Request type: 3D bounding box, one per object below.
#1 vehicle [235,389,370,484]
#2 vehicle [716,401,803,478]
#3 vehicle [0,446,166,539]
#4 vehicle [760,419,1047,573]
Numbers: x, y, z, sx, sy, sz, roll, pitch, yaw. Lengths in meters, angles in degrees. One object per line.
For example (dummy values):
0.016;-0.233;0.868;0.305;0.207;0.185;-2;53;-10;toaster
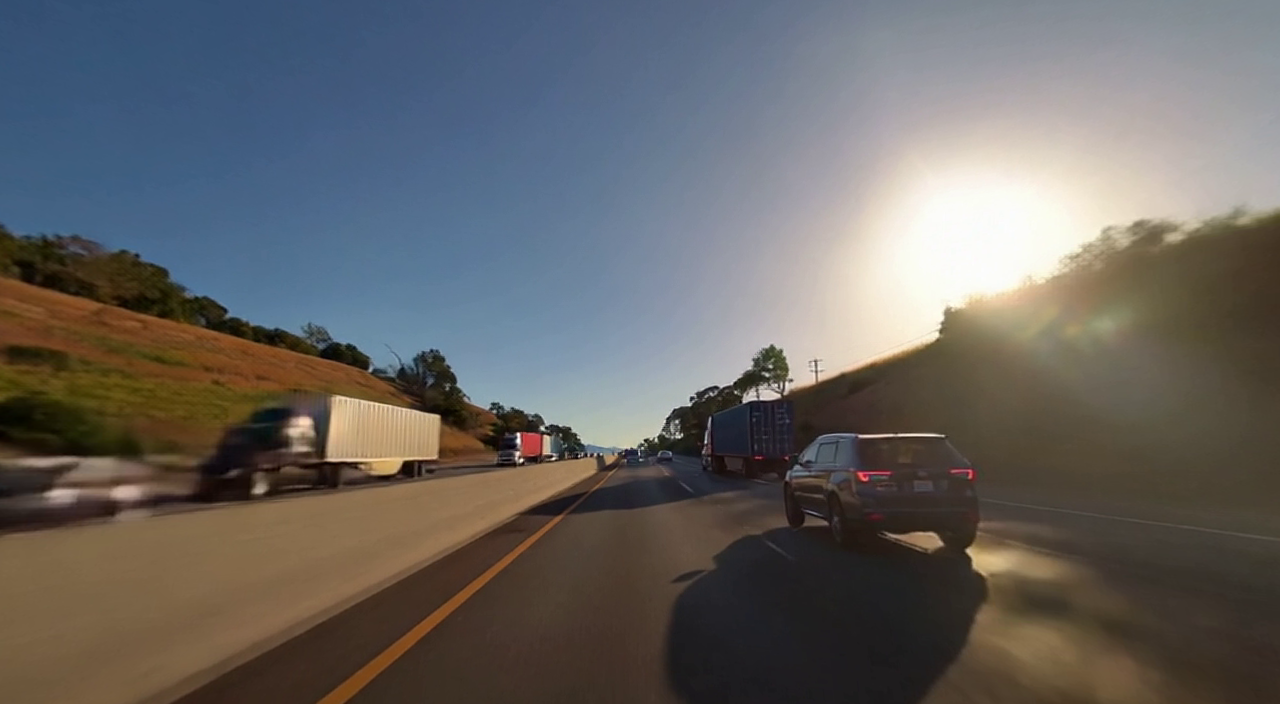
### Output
-15.600;4.027;29.772;2.982;4.014;5.899;0;-9;-1;vehicle
7.238;5.736;40.752;2.882;4.109;13.567;0;-9;0;vehicle
-11.107;2.415;11.208;1.879;1.456;4.460;0;-9;0;vehicle
3.329;1.932;9.247;2.130;1.658;4.537;0;-9;-1;vehicle
